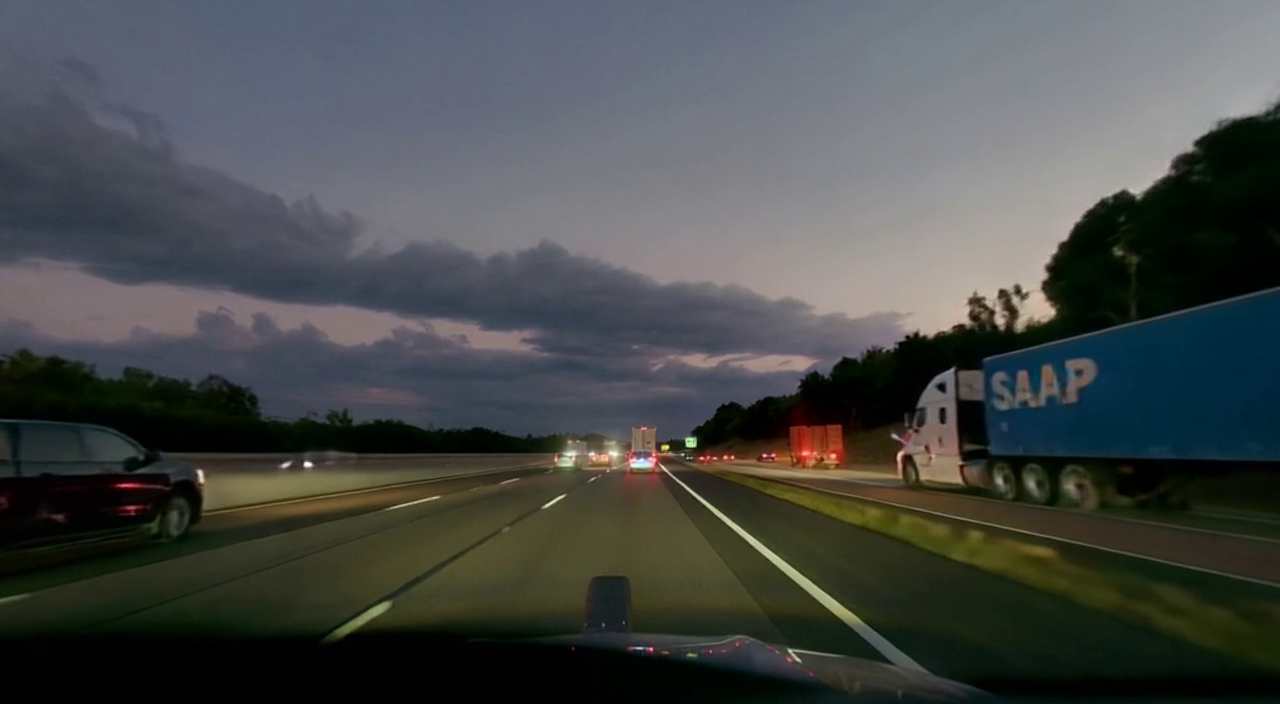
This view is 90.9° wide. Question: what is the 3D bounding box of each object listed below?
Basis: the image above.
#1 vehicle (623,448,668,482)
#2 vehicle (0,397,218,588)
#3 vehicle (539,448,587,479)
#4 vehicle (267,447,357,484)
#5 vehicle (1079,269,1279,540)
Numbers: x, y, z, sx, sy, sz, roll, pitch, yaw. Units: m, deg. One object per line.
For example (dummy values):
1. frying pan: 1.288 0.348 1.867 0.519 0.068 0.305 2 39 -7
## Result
1. vehicle: 0.205 5.298 29.816 1.991 1.507 3.391 0 -9 -1
2. vehicle: -7.520 1.466 6.716 2.316 1.875 5.337 0 -9 0
3. vehicle: -4.047 5.951 33.869 2.018 1.504 4.431 0 -9 0
4. vehicle: -15.254 5.282 29.555 1.858 1.562 4.315 0 -9 0
5. vehicle: 11.432 0.681 8.910 3.020 4.143 9.468 0 -9 -4
